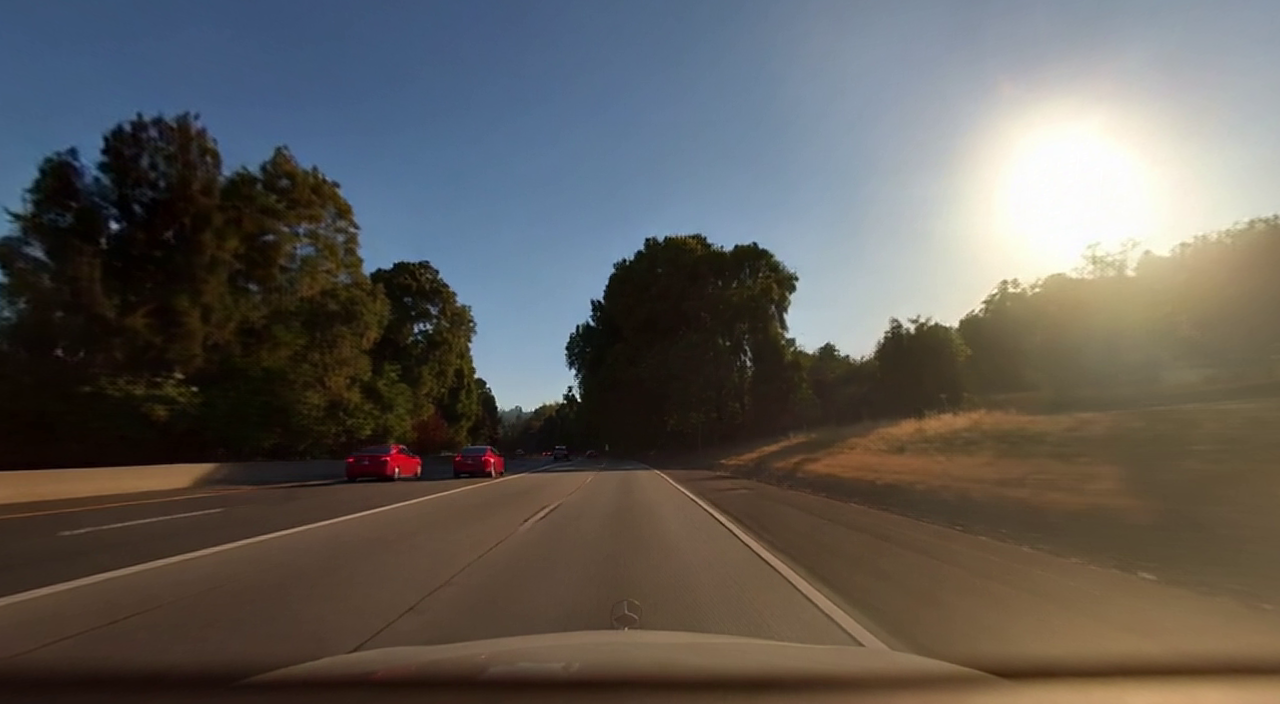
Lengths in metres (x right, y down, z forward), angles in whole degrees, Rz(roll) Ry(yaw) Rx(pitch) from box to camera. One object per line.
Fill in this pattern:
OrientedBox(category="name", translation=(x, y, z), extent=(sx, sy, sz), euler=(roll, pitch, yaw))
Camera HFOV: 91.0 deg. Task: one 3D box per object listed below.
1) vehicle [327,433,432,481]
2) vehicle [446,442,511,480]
OrientedBox(category="vehicle", translation=(-11.623, 4.755, 28.667), extent=(2.425, 1.926, 5.584), euler=(0, -9, -1))
OrientedBox(category="vehicle", translation=(-7.648, 5.201, 30.257), extent=(2.060, 1.680, 4.255), euler=(0, -9, -1))
